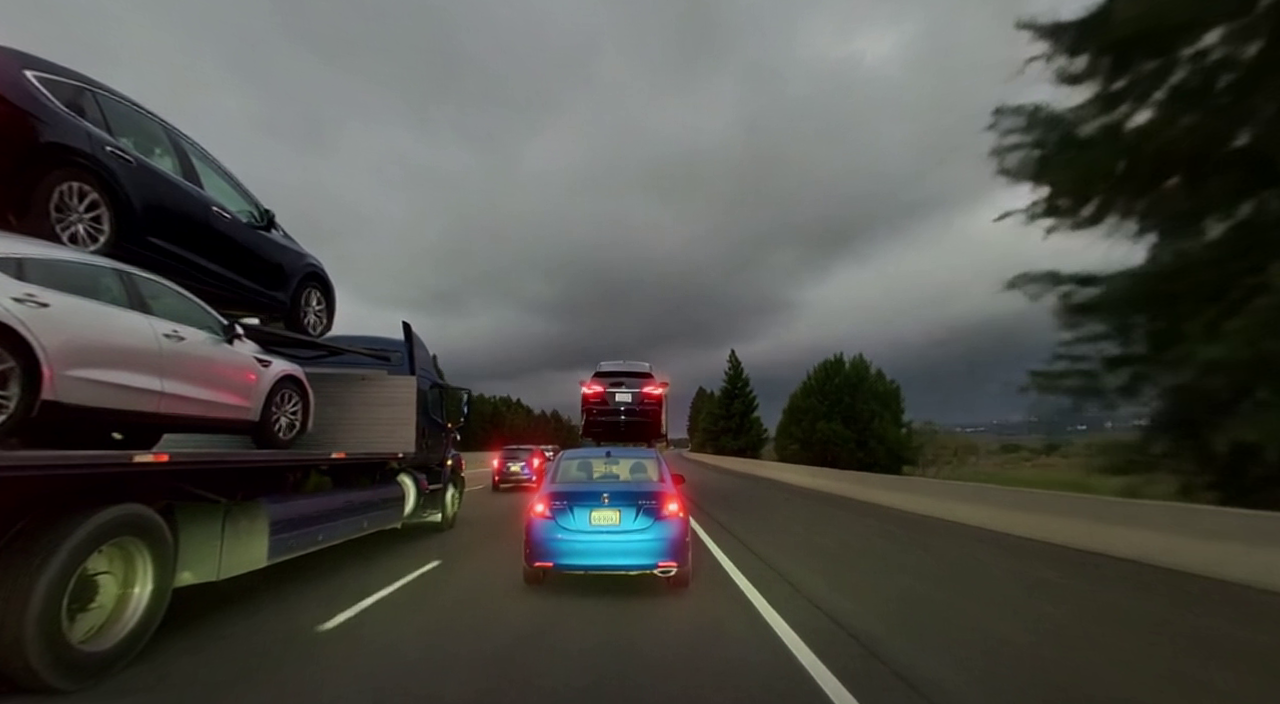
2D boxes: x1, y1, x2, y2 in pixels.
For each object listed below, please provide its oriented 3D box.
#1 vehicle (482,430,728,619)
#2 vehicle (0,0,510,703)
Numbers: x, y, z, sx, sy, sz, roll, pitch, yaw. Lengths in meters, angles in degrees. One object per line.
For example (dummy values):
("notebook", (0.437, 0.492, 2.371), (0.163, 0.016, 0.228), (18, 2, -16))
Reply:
("vehicle", (-0.302, 1.669, 6.890), (1.991, 1.507, 3.391), (0, -9, -1))
("vehicle", (-4.622, 0.565, 8.234), (2.836, 4.059, 14.286), (0, -9, 0))
